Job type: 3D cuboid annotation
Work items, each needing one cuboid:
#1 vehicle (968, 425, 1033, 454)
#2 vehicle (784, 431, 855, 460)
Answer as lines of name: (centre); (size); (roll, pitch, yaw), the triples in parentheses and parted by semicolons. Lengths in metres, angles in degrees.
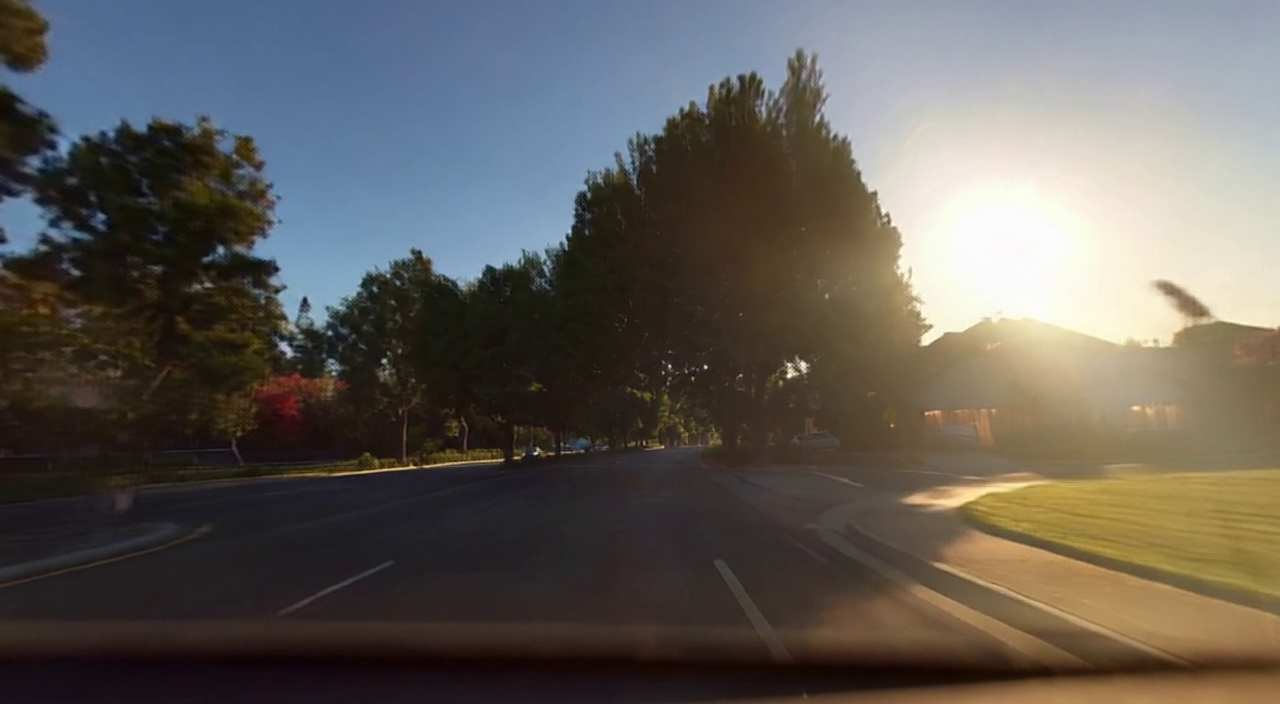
vehicle: (20.707, 4.981, 36.221); (4.241, 1.560, 1.979); (6, -10, -43)
vehicle: (11.882, 6.207, 42.111); (2.199, 1.661, 4.495); (5, -7, -23)
